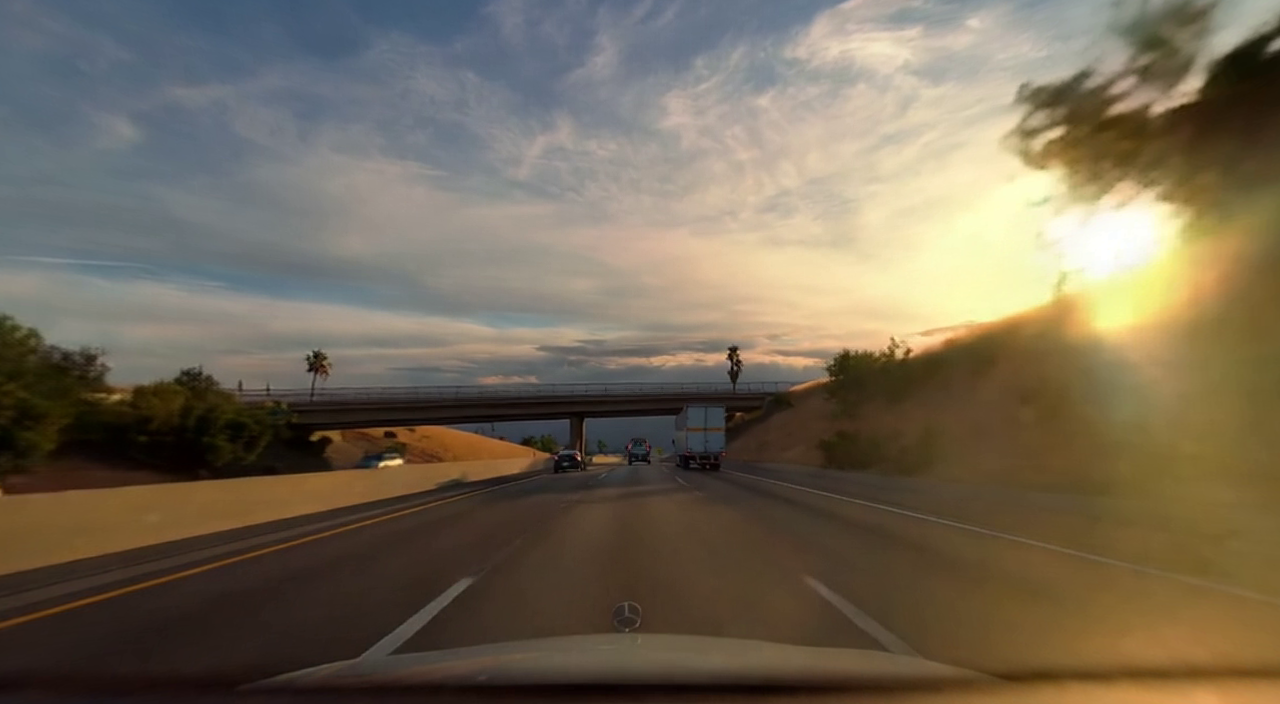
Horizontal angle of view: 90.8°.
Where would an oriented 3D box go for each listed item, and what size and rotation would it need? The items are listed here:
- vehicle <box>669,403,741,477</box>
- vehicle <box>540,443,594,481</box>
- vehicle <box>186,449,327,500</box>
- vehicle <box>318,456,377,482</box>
[{"bbox_3d":[3.964,6.114,43.095,3.131,4.037,16.729,0,-9,0],"label":"vehicle"},{"bbox_3d":[-3.383,5.203,30.006,2.007,1.647,3.854,0,-9,1],"label":"vehicle"},{"bbox_3d":[-12.005,3.831,20.114,1.857,1.439,4.139,0,-9,0],"label":"vehicle"},{"bbox_3d":[-19.142,7.627,41.455,1.859,1.580,4.117,0,-9,0],"label":"vehicle"}]
